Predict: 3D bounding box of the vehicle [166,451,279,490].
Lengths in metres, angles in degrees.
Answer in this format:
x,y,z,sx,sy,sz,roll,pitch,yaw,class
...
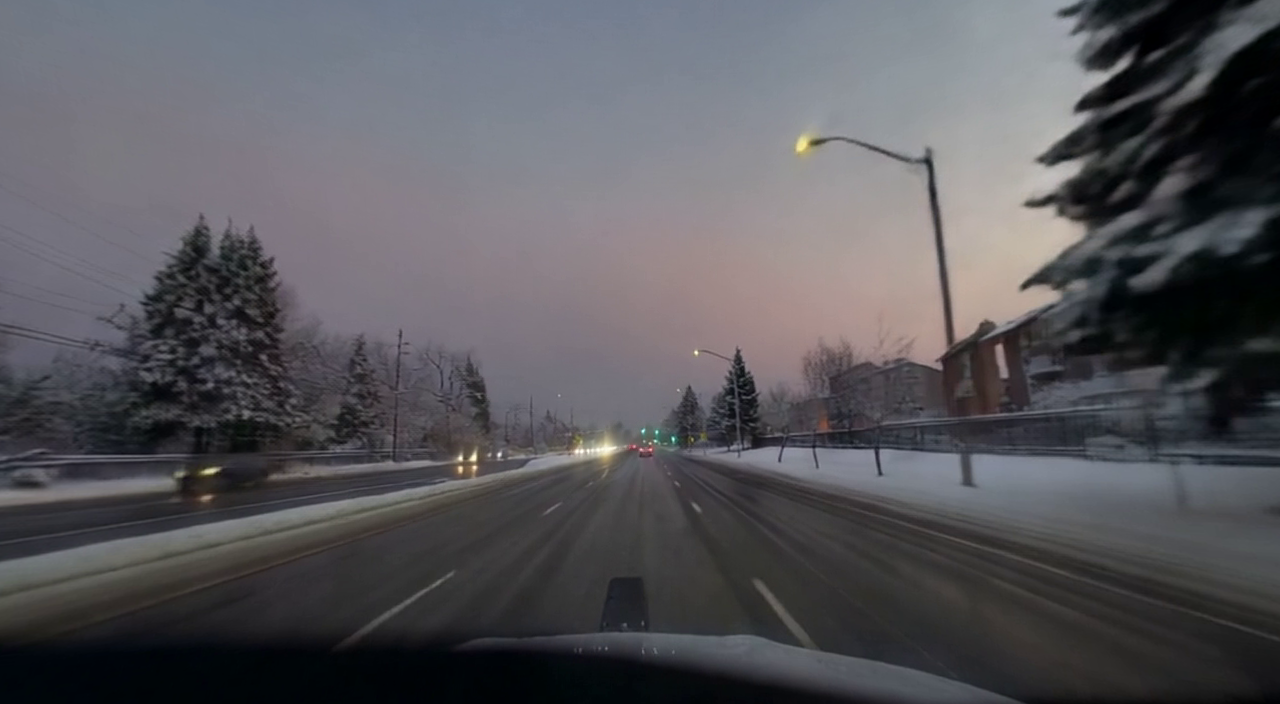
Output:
x,y,z,sx,sy,sz,roll,pitch,yaw,class
-20.173,5.716,30.777,2.025,1.643,4.880,-2,-8,3,vehicle
